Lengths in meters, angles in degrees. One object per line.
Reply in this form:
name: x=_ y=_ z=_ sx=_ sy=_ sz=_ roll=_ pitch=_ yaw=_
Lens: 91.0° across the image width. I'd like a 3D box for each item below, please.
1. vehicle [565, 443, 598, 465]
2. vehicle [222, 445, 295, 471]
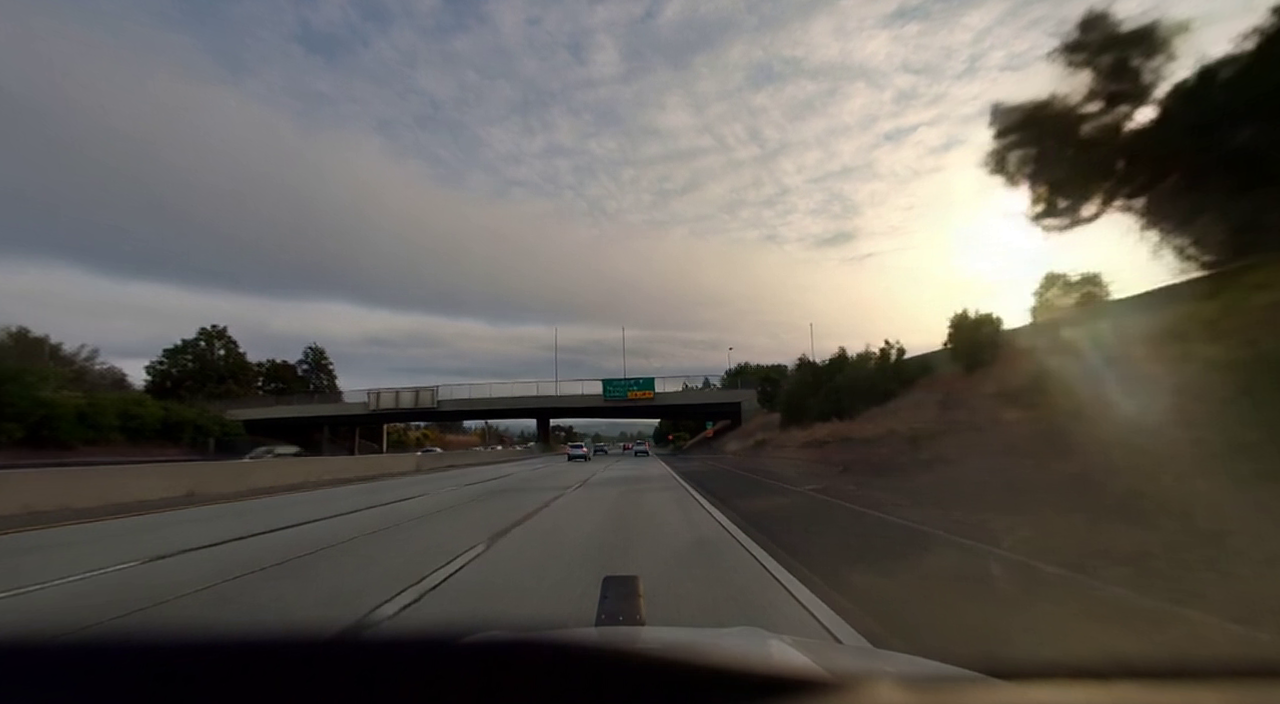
vehicle: x=-4.245 y=7.505 z=46.458 sx=1.916 sy=1.545 sz=4.757 roll=0 pitch=-9 yaw=0
vehicle: x=-28.347 y=7.855 z=46.995 sx=2.055 sy=1.796 sz=5.247 roll=0 pitch=-9 yaw=1
